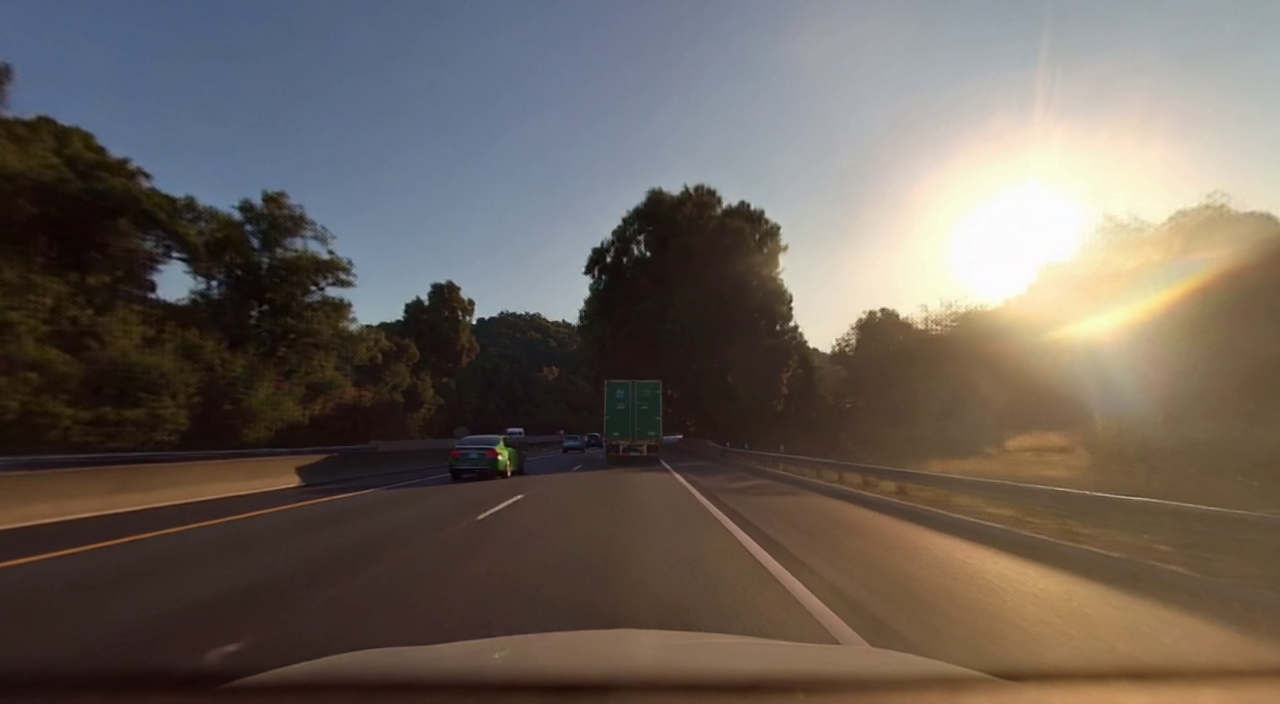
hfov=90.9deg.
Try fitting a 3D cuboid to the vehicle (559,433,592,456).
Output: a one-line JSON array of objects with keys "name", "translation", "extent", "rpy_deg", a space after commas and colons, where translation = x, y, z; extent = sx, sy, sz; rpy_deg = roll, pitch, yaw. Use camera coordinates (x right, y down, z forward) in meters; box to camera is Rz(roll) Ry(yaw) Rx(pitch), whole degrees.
[{"name": "vehicle", "translation": [-5.037, 7.335, 49.948], "extent": [2.138, 1.697, 4.587], "rpy_deg": [0, -8, 0]}]

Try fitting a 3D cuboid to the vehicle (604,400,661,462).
[{"name": "vehicle", "translation": [-0.299, 3.292, 26.247], "extent": [2.319, 2.461, 1.270], "rpy_deg": [0, -8, 0]}]

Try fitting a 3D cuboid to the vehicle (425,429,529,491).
[{"name": "vehicle", "translation": [-4.445, 2.986, 17.810], "extent": [1.909, 1.520, 3.897], "rpy_deg": [0, -8, 0]}]
